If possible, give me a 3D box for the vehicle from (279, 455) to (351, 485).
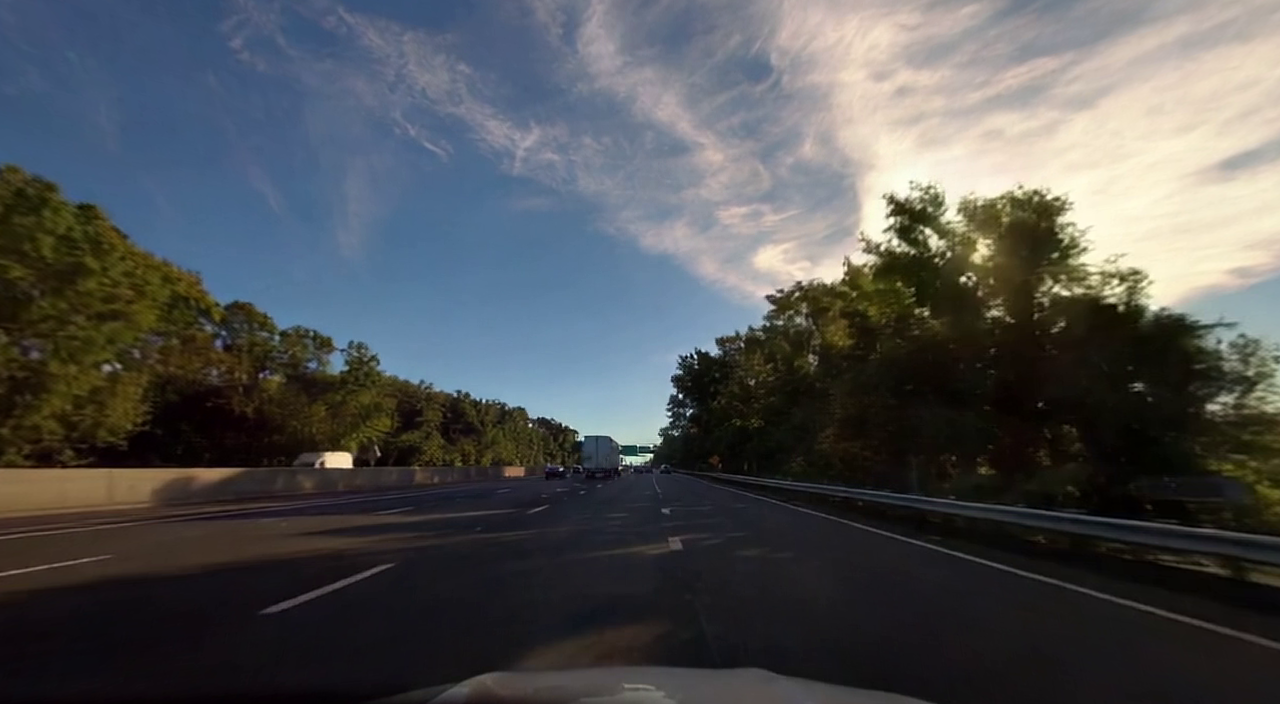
[{"bbox_3d":[-21.574,7.899,42.102,2.068,1.838,4.784,0,-10,2],"label":"vehicle"}]
